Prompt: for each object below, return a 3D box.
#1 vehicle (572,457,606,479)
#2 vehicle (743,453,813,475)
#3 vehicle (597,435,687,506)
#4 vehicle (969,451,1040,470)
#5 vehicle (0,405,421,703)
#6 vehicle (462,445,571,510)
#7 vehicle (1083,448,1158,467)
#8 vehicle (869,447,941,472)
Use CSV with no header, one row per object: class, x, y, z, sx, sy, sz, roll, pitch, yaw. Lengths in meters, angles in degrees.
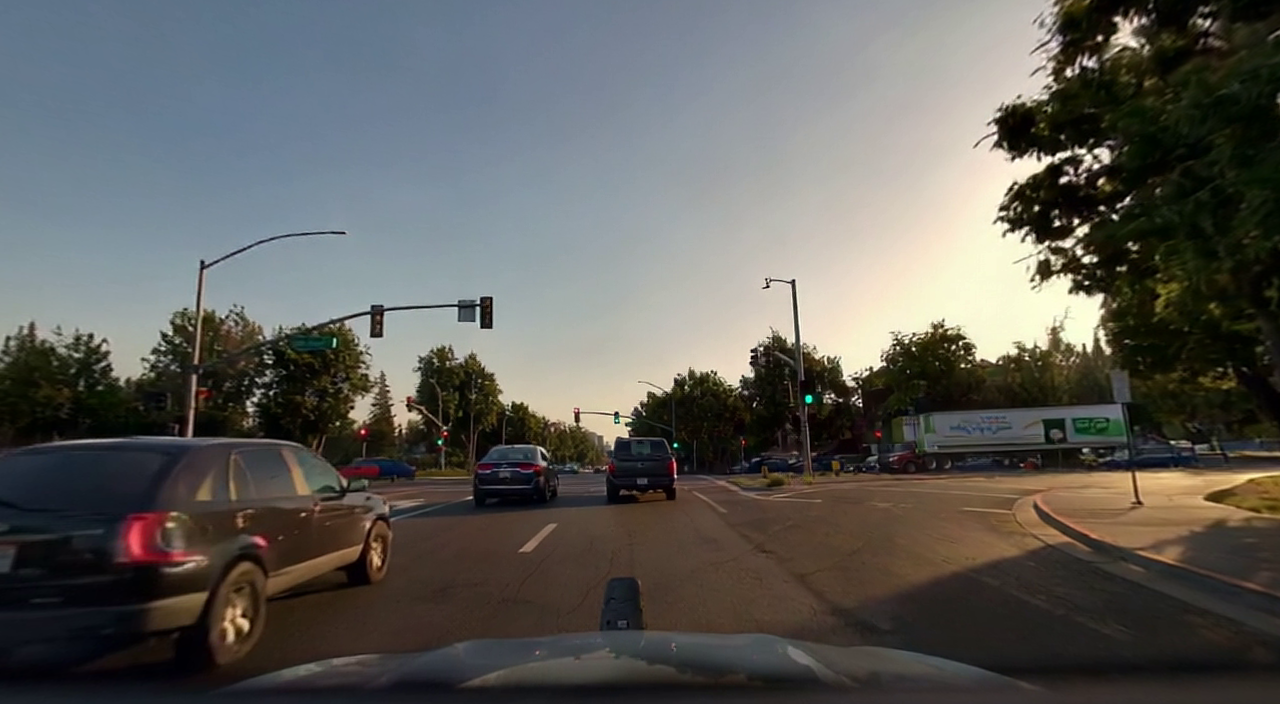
vehicle,-3.663,8.406,45.778,2.101,1.443,4.367,0,-8,0
vehicle,10.771,8.820,49.498,4.875,1.473,2.077,-2,-12,-2
vehicle,0.032,3.136,17.137,2.163,1.678,3.846,0,-8,0
vehicle,28.828,8.581,49.953,4.365,1.448,1.928,0,-9,0
vehicle,-3.165,1.252,4.459,1.960,1.528,3.490,0,-8,0
vehicle,-3.093,3.221,16.783,2.013,1.474,4.393,0,-8,0
vehicle,37.938,8.315,49.795,4.525,1.468,1.839,1,-9,-5
vehicle,20.890,8.489,49.771,4.585,1.681,2.140,-3,-10,0
